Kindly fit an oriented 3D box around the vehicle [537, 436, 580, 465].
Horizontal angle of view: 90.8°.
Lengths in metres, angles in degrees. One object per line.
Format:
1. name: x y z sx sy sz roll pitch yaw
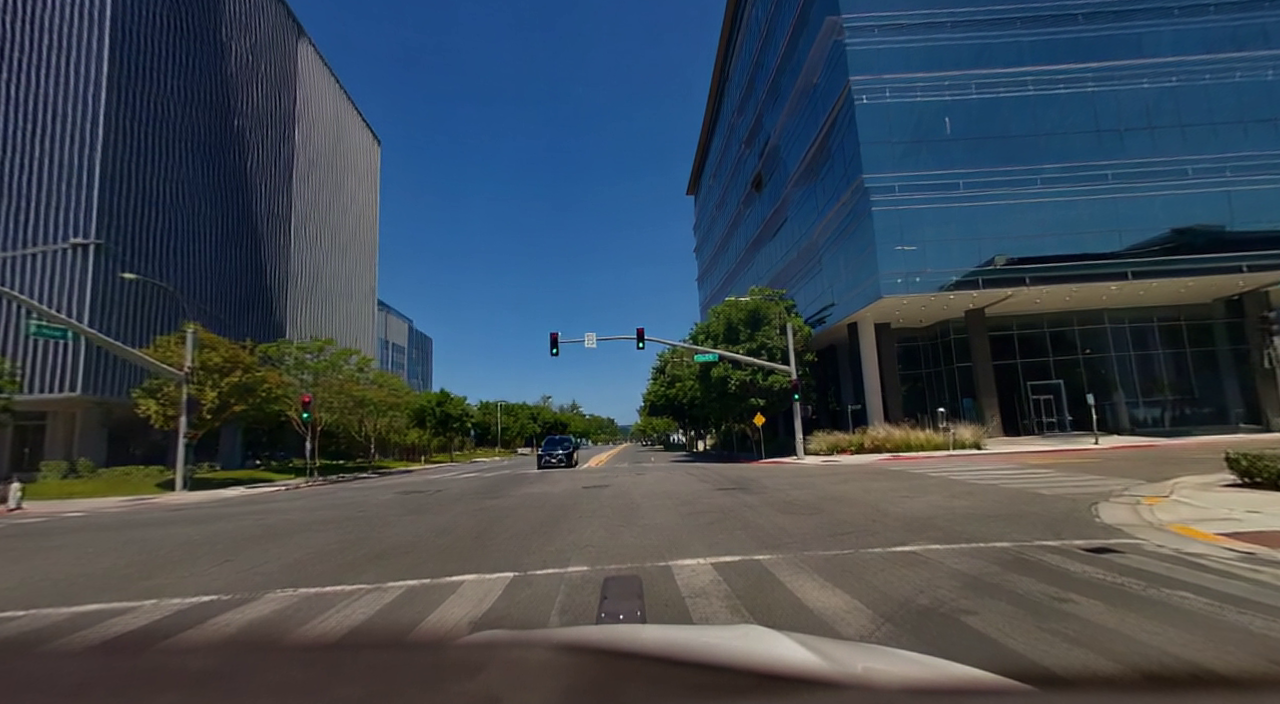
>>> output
1. vehicle: -4.887 5.963 38.380 1.988 1.666 4.074 0 -9 0
